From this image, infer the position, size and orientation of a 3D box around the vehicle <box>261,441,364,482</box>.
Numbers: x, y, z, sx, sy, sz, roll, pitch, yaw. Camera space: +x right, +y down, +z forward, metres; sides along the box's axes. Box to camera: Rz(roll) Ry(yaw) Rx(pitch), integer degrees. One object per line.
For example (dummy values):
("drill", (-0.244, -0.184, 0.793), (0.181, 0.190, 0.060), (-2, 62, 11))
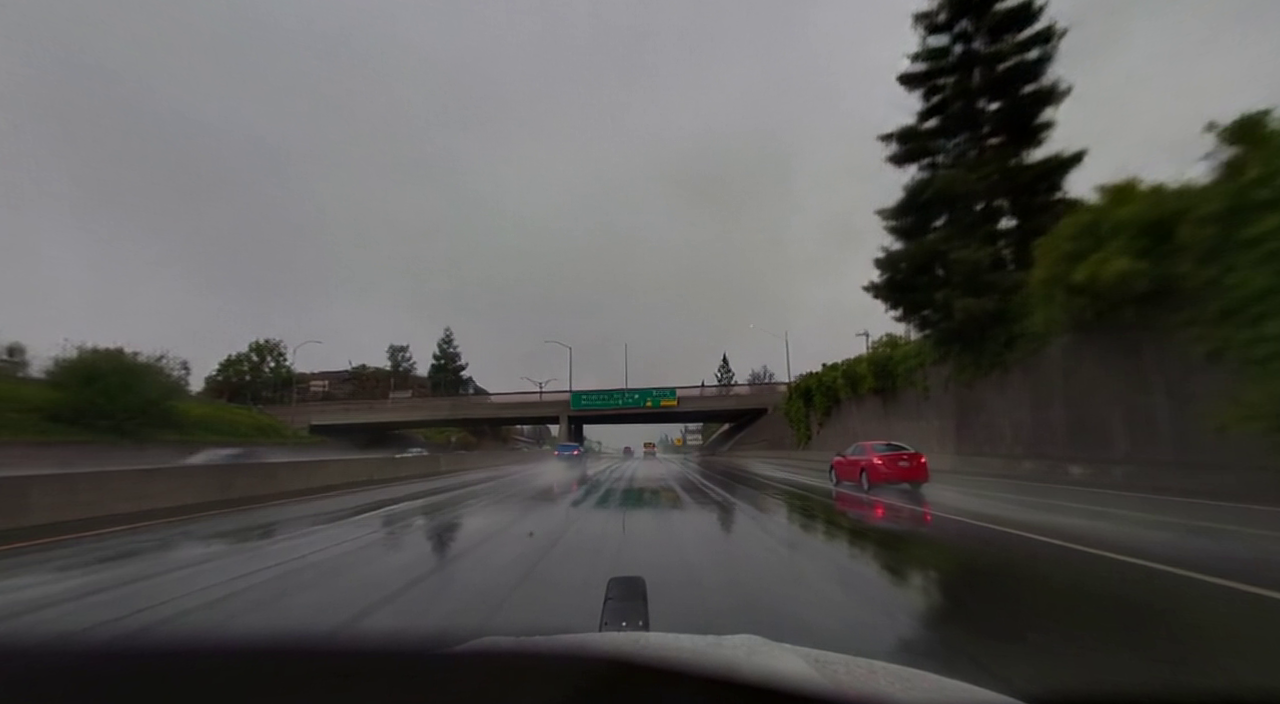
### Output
("vehicle", (-13.632, 4.565, 26.613), (1.943, 1.583, 4.396), (0, -8, 1))

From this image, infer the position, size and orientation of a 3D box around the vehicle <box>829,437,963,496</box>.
("vehicle", (7.156, 3.237, 18.238), (1.914, 1.465, 4.574), (0, -8, 0))

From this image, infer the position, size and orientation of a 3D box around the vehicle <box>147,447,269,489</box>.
("vehicle", (-17.617, 4.726, 26.055), (1.869, 1.534, 4.489), (0, -8, -1))

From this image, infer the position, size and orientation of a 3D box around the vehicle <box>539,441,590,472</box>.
("vehicle", (-3.993, 5.592, 34.070), (2.085, 1.533, 4.861), (0, -8, 1))
